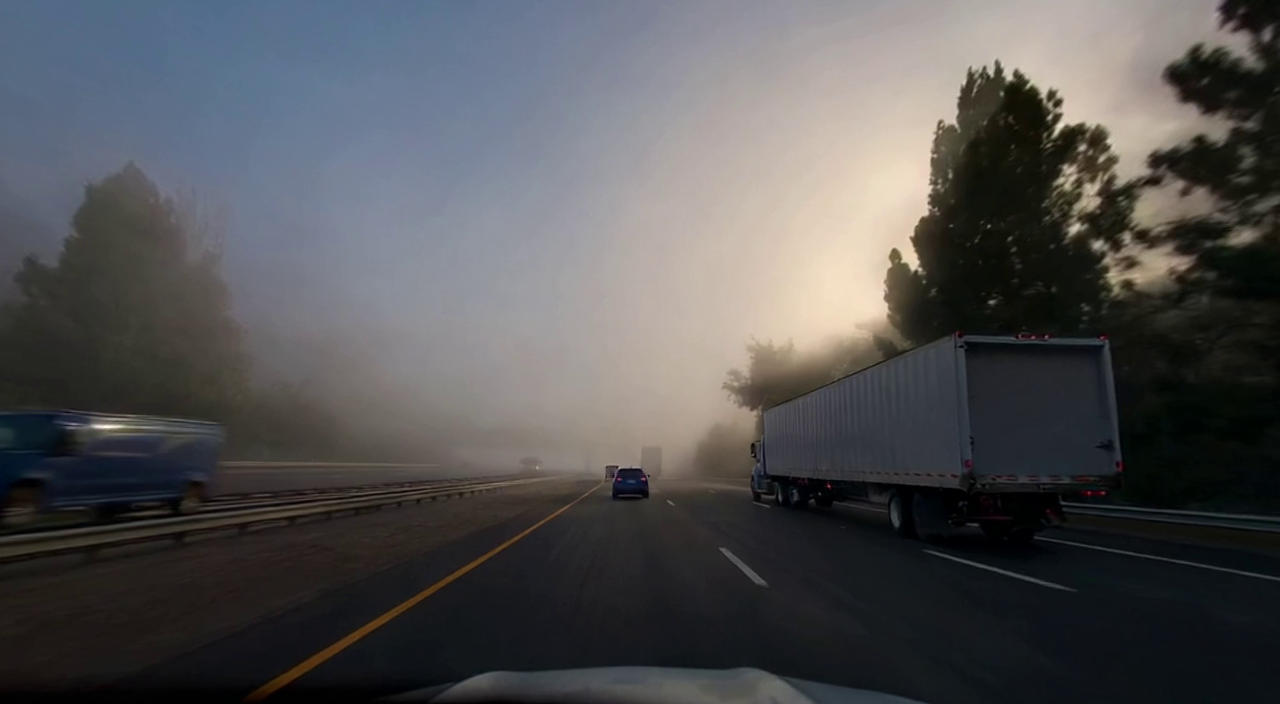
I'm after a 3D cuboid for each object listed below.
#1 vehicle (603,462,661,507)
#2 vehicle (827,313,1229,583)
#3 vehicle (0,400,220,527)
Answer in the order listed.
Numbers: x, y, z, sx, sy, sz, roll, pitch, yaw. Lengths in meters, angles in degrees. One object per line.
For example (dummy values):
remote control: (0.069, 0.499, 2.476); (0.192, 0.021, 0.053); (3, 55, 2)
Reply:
vehicle: (-0.320, 5.105, 24.458); (2.067, 1.552, 3.601); (1, -11, -1)
vehicle: (6.483, 2.006, 12.744); (2.839, 3.684, 8.091); (1, -10, 0)
vehicle: (-9.211, 1.712, 9.656); (2.069, 1.588, 5.111); (1, -11, -1)
